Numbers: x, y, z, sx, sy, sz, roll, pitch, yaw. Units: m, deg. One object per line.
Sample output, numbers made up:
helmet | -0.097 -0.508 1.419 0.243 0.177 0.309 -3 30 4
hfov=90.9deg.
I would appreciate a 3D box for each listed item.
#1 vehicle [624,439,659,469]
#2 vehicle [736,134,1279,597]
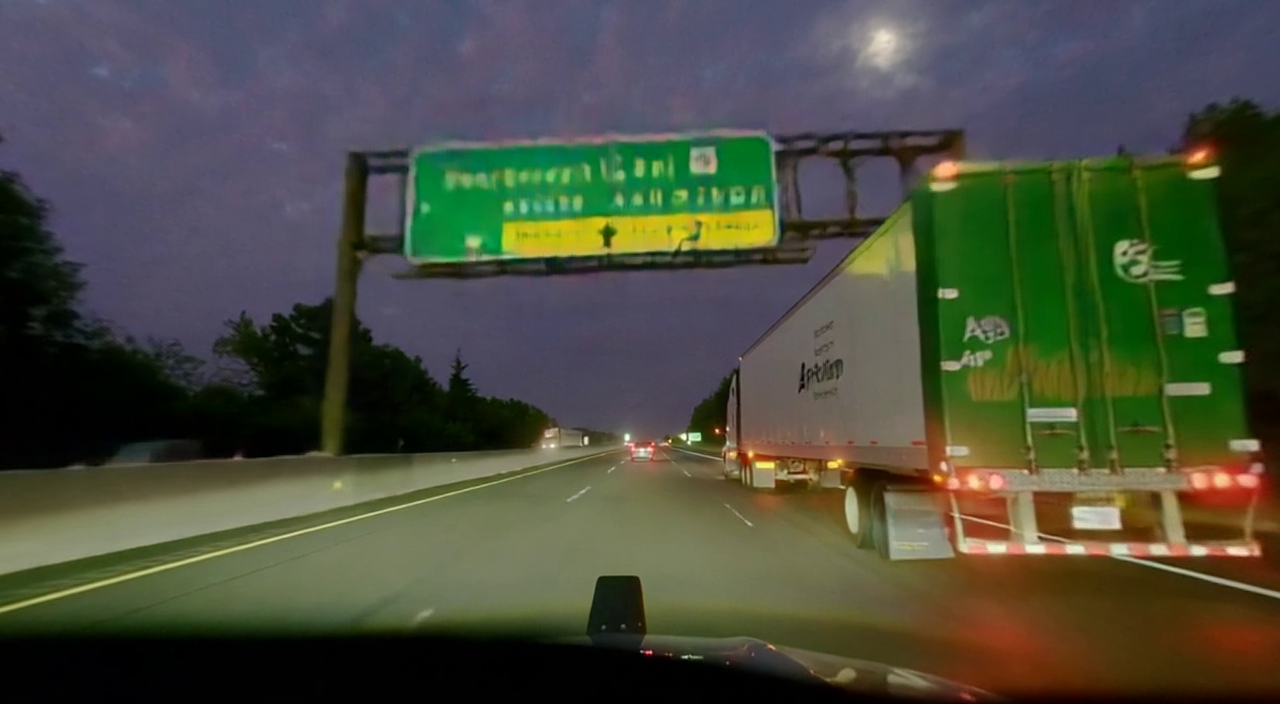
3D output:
vehicle | 0.069 6.290 38.948 2.067 1.690 3.901 0 -9 0
vehicle | 4.464 1.064 12.318 3.011 4.028 13.890 0 -9 0
